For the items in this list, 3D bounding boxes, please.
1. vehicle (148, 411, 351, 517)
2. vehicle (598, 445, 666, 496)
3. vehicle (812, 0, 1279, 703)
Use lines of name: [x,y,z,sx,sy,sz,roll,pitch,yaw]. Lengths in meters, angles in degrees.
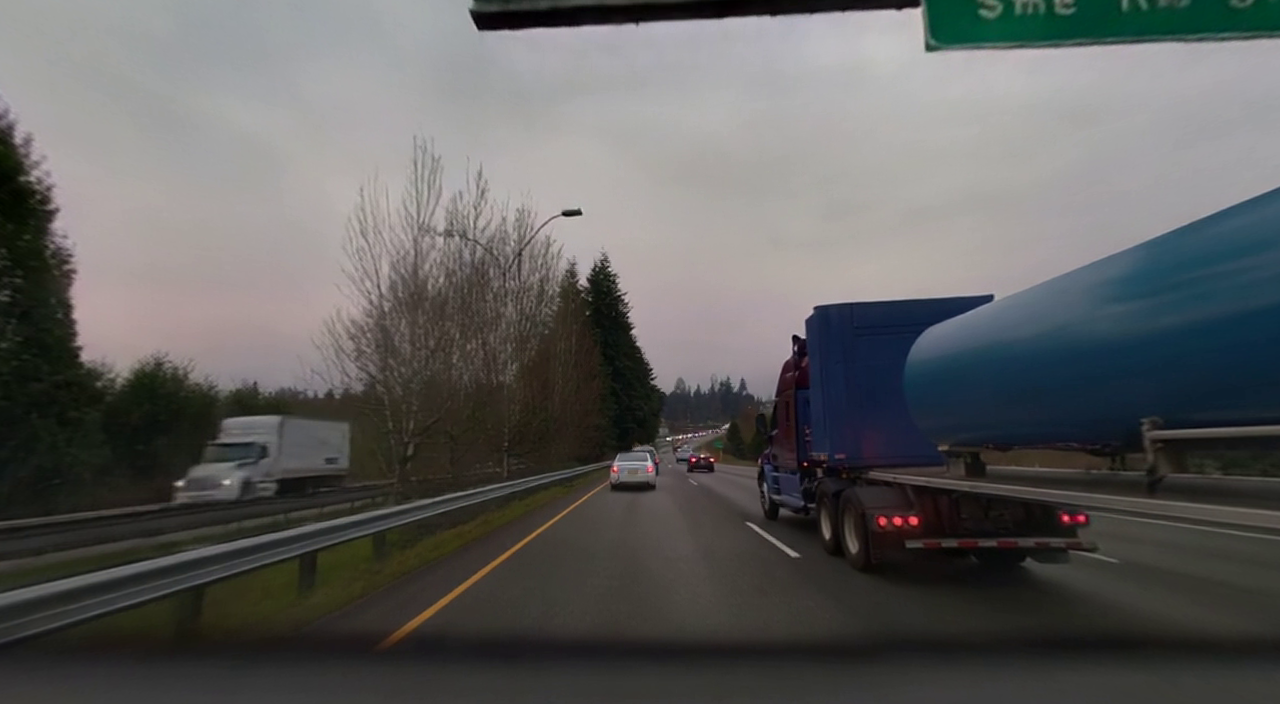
vehicle: [-12.148,3.486,20.501,2.375,2.798,6.597,-2,-8,0]
vehicle: [-0.224,3.835,20.674,2.003,1.490,3.636,0,-9,0]
vehicle: [3.915,0.107,3.322,2.694,3.453,11.641,0,-9,0]
